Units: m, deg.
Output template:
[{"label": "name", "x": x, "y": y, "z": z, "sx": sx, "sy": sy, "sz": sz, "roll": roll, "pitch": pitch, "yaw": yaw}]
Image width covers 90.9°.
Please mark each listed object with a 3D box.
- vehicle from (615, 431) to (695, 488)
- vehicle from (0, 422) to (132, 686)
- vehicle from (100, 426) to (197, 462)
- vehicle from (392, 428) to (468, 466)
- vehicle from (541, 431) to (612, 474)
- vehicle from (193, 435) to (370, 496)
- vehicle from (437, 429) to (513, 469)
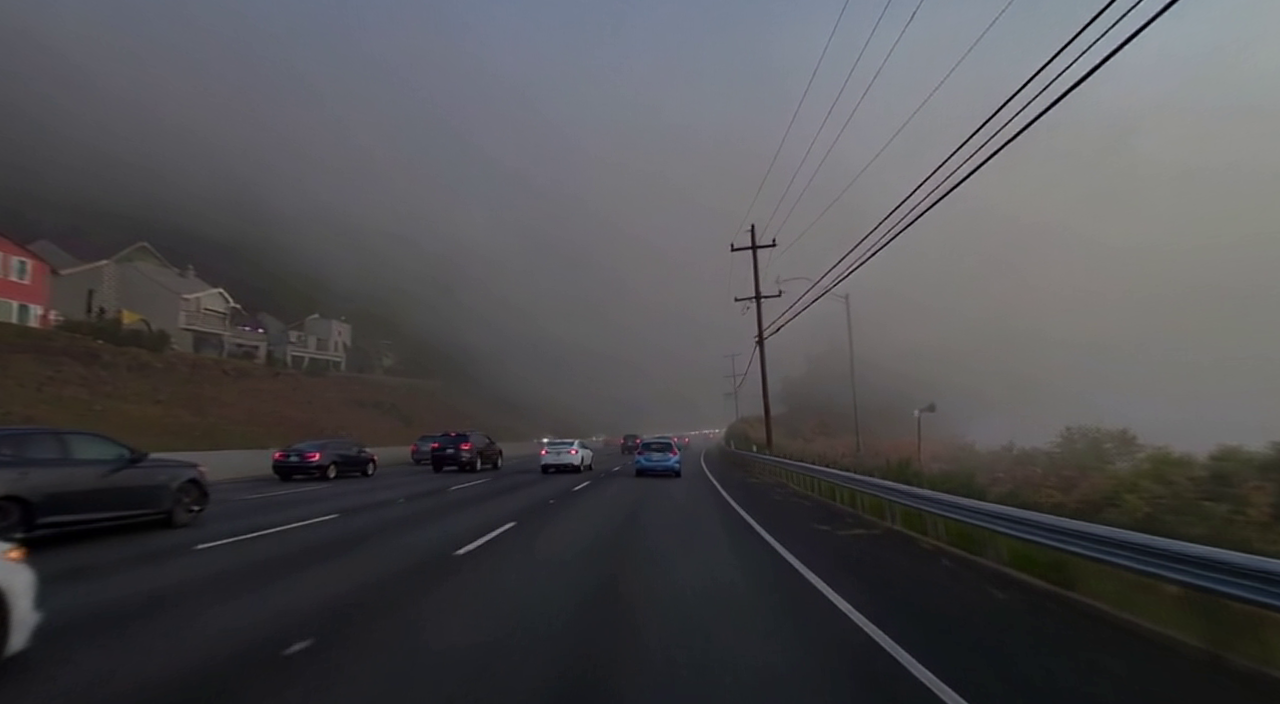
[{"label": "vehicle", "x": 0.496, "y": 3.152, "z": 18.727, "sx": 2.109, "sy": 1.495, "sz": 3.935, "roll": 0, "pitch": -8, "yaw": 3}, {"label": "vehicle", "x": -4.651, "y": 0.921, "z": 2.032, "sx": 1.956, "sy": 1.478, "sz": 4.789, "roll": 0, "pitch": -8, "yaw": 2}, {"label": "vehicle", "x": -28.072, "y": 5.264, "z": 36.164, "sx": 2.055, "sy": 1.926, "sz": 3.904, "roll": -1, "pitch": -8, "yaw": 8}, {"label": "vehicle", "x": -11.788, "y": 5.403, "z": 35.841, "sx": 2.105, "sy": 1.971, "sz": 4.868, "roll": -1, "pitch": -8, "yaw": 7}, {"label": "vehicle", "x": -2.540, "y": 4.203, "z": 26.502, "sx": 2.121, "sy": 1.639, "sz": 4.383, "roll": -1, "pitch": -8, "yaw": 6}, {"label": "vehicle", "x": -9.636, "y": 3.064, "z": 17.489, "sx": 1.959, "sy": 1.469, "sz": 4.450, "roll": -1, "pitch": -8, "yaw": 6}, {"label": "vehicle", "x": -8.179, "y": 4.856, "z": 31.720, "sx": 2.080, "sy": 1.833, "sz": 4.461, "roll": -1, "pitch": -8, "yaw": 8}]
